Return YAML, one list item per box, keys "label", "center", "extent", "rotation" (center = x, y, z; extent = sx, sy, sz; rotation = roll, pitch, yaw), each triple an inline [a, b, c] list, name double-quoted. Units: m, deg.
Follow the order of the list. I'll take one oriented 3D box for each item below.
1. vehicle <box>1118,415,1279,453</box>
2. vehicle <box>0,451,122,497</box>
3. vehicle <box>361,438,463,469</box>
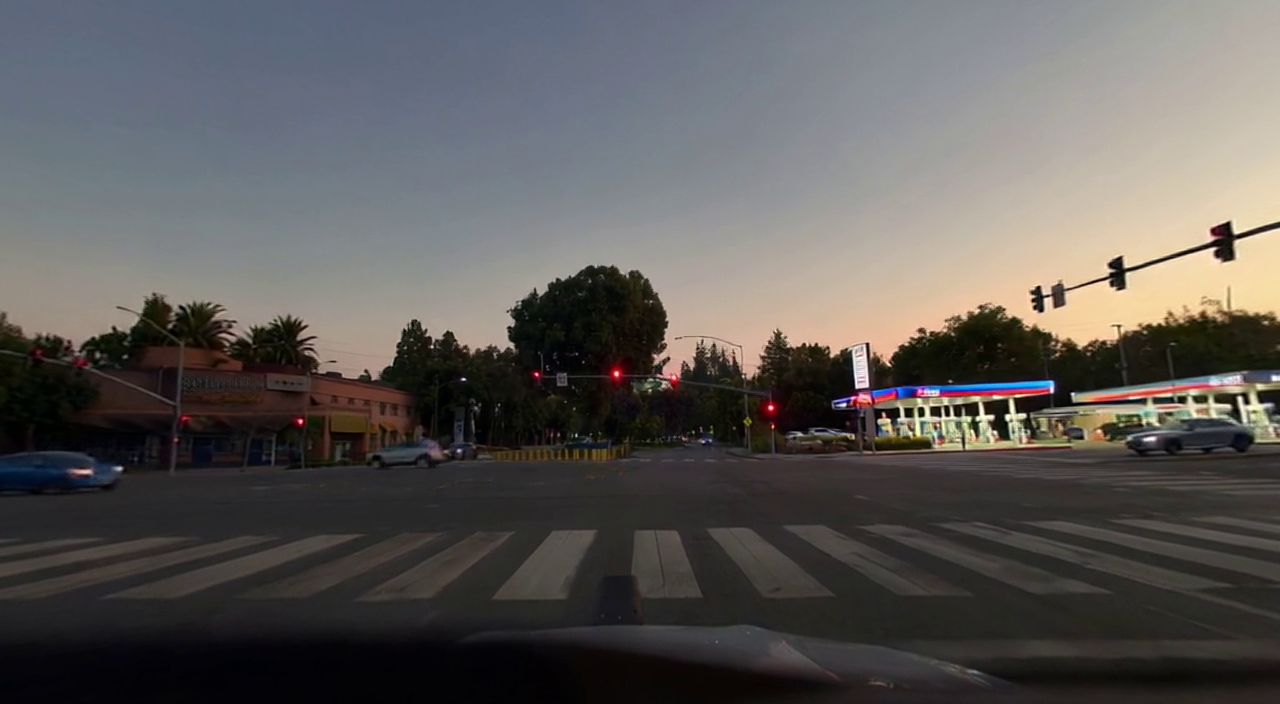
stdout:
- label: "vehicle"
  center: [22.801, 3.392, 25.808]
  extent: [4.696, 1.483, 1.898]
  rotation: [-1, -8, 3]
- label: "vehicle"
  center: [-21.951, 4.453, 22.996]
  extent: [4.488, 1.463, 1.888]
  rotation: [-3, -9, 3]
- label: "vehicle"
  center: [-14.705, 6.575, 40.831]
  extent: [5.789, 1.893, 2.169]
  rotation: [-1, -8, 4]
